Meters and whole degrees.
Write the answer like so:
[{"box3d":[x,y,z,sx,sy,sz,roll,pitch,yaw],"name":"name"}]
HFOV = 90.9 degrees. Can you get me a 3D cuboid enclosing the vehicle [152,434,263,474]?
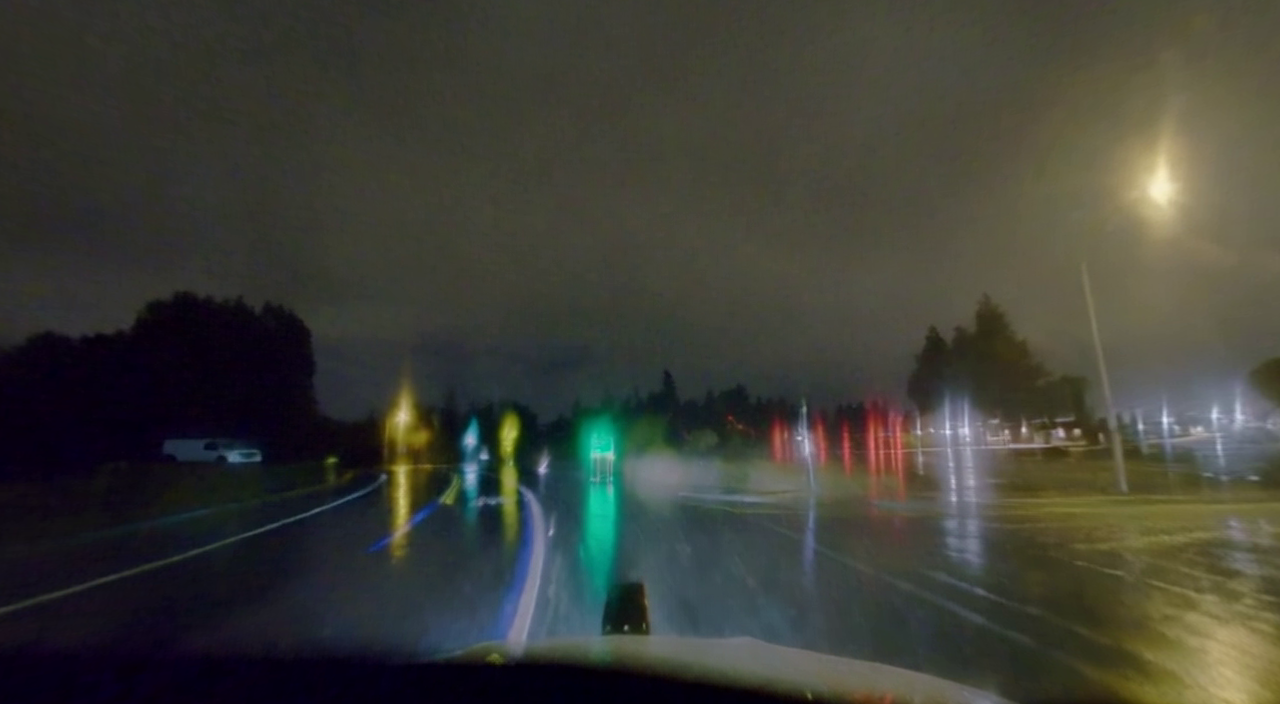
[{"box3d":[-23.147,5.443,33.805,4.699,1.996,2.116,-2,-9,11],"name":"vehicle"}]
